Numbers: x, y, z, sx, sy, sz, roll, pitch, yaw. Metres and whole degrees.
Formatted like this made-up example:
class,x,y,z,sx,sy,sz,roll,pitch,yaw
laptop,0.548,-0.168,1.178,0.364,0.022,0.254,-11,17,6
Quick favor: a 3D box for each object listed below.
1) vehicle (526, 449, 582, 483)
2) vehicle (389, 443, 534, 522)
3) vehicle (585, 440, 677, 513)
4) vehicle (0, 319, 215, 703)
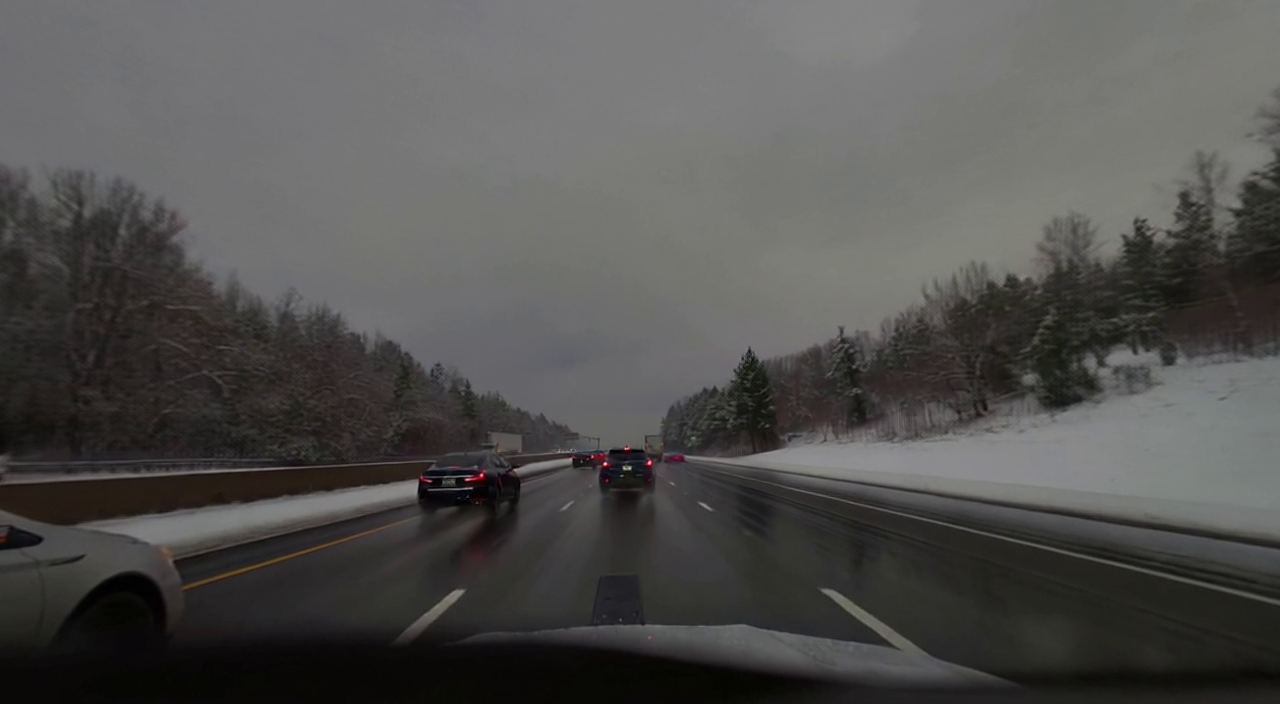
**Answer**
class,x,y,z,sx,sy,sz,roll,pitch,yaw
vehicle,-4.011,5.368,30.096,1.999,1.484,4.269,0,-9,1
vehicle,-3.816,2.869,14.397,1.988,1.501,4.438,0,-9,0
vehicle,-0.203,3.010,15.579,1.996,1.574,3.426,0,-9,0
vehicle,-3.964,0.620,1.592,2.243,1.889,4.949,0,-9,1
